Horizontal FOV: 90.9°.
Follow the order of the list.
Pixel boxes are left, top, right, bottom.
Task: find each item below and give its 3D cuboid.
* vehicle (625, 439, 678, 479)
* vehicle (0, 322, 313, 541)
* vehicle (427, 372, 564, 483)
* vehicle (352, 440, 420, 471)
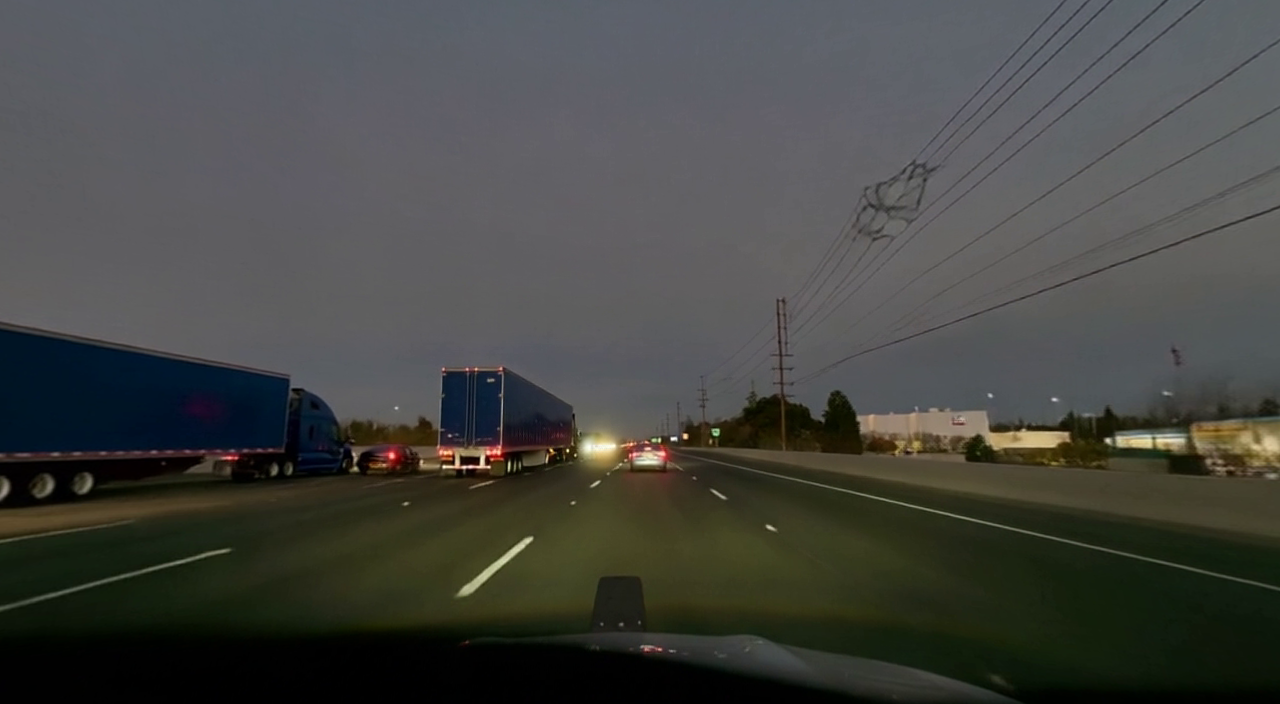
[{"bbox_3d":[0.450,4.468,26.536,2.055,1.514,4.323,0,-8,0],"label":"vehicle"},{"bbox_3d":[-10.640,1.686,12.700,2.896,3.140,9.491,0,-8,1],"label":"vehicle"},{"bbox_3d":[-6.267,3.919,31.047,2.907,4.081,15.311,0,-8,1],"label":"vehicle"},{"bbox_3d":[-14.566,5.946,36.451,1.938,1.679,4.469,0,-8,1],"label":"vehicle"}]
